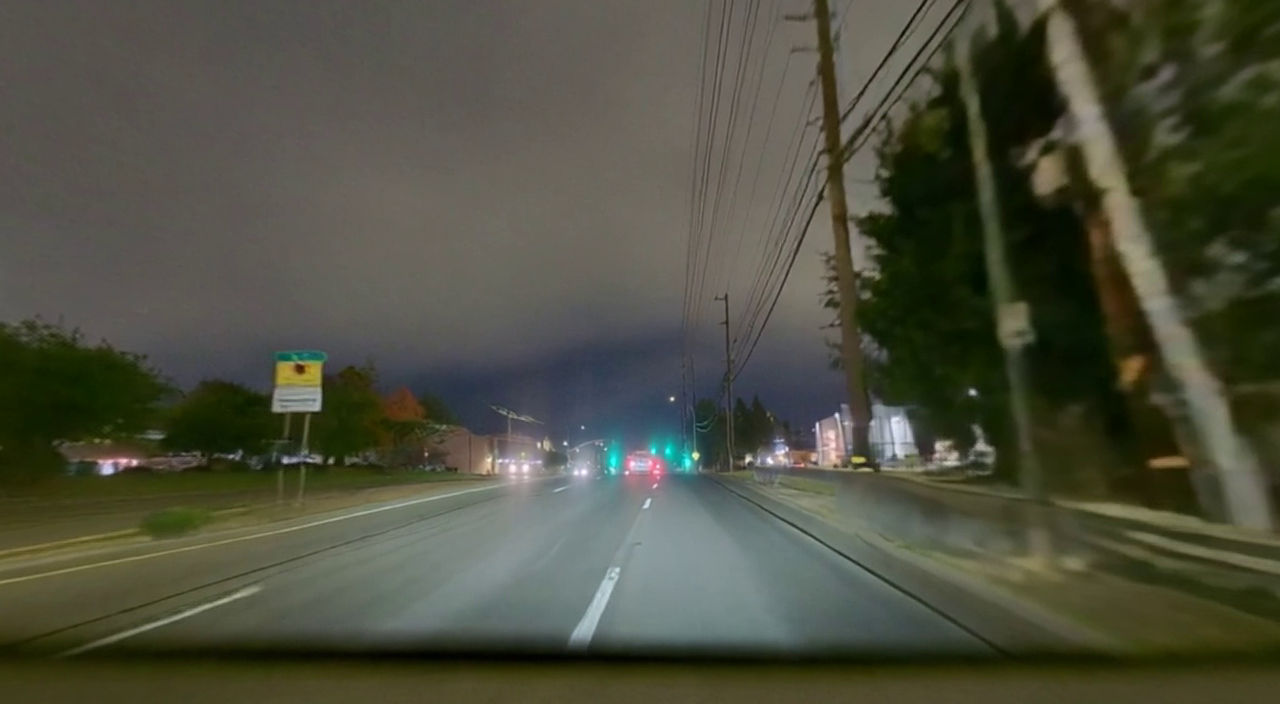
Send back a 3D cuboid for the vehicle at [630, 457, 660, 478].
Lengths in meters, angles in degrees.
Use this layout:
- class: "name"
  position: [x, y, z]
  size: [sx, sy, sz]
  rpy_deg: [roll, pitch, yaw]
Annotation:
- class: "vehicle"
  position: [0.412, 8.802, 48.279]
  size: [2.114, 1.492, 4.453]
  rpy_deg: [-1, -9, 3]
